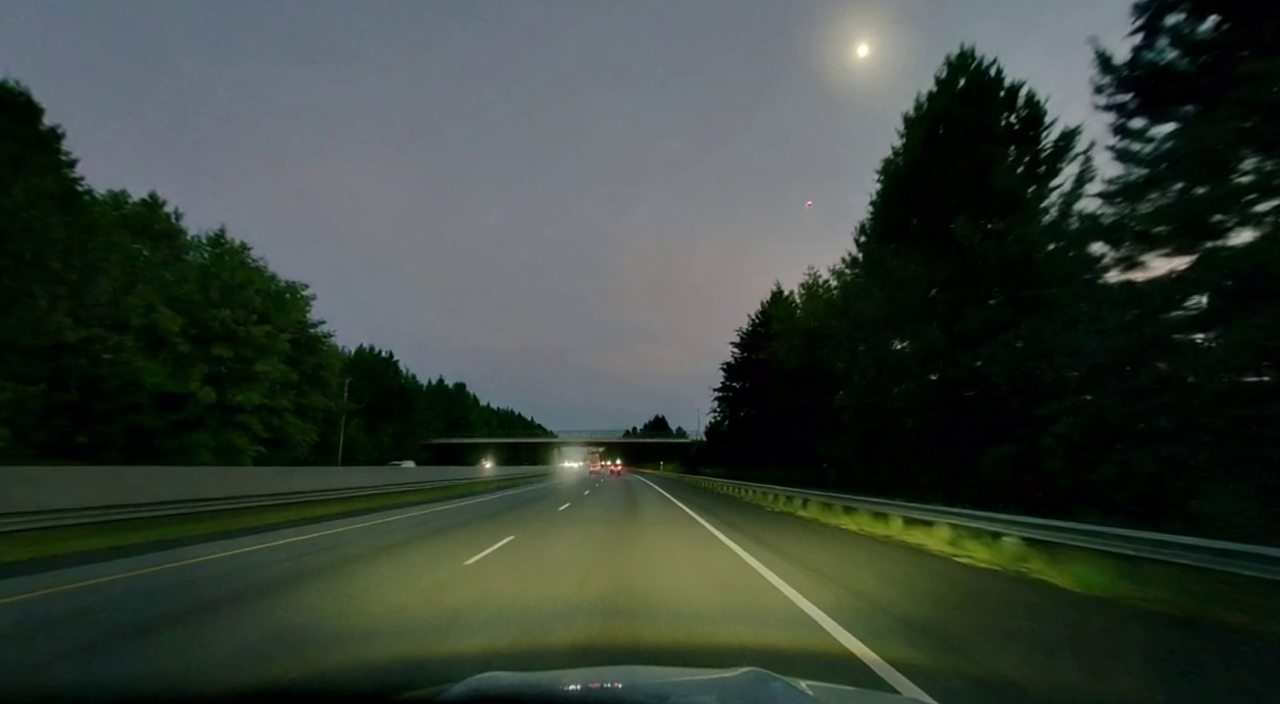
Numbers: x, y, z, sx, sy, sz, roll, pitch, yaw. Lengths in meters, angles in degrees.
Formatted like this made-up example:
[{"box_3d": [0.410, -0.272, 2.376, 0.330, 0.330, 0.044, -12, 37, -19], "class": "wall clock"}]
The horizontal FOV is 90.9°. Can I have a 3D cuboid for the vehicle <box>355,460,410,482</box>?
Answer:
[{"box_3d": [-18.497, 8.570, 45.464, 2.080, 1.488, 4.621, 1, -11, -1], "class": "vehicle"}]
